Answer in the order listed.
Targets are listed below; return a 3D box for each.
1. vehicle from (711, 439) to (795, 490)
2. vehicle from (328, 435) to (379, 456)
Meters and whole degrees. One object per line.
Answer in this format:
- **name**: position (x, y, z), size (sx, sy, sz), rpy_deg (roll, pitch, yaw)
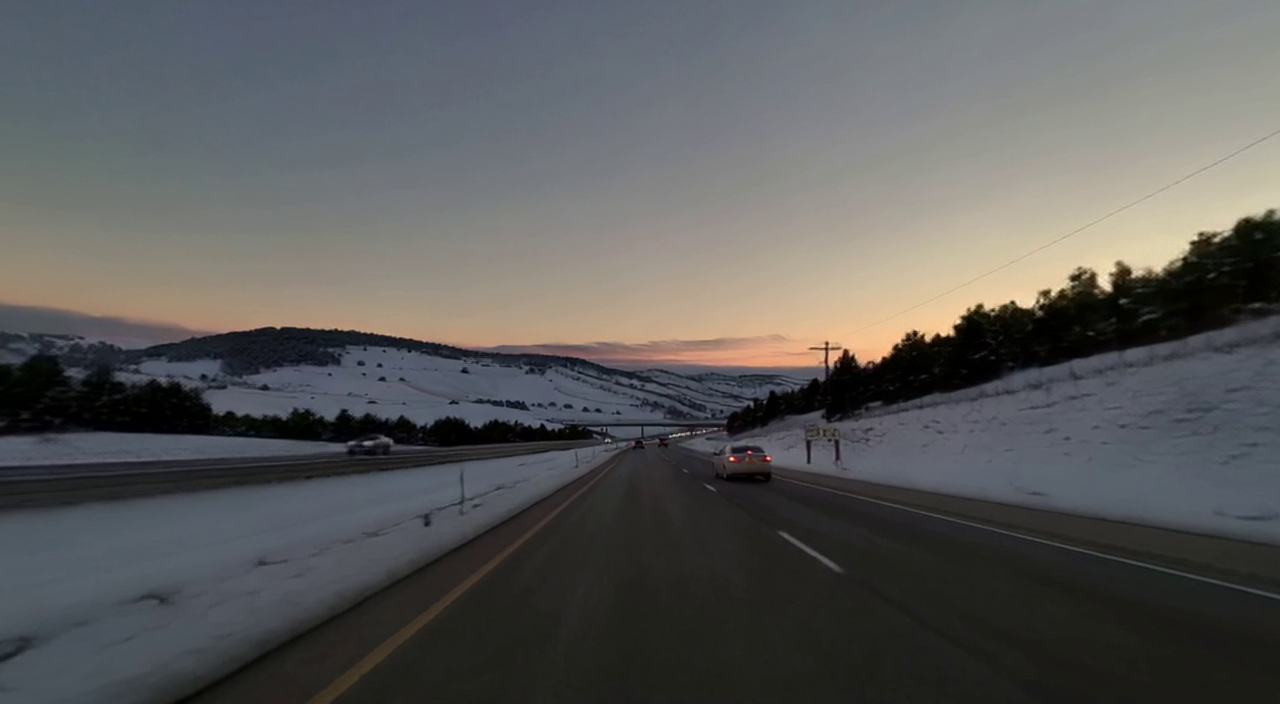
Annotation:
- **vehicle**: position (3.705, 3.747, 21.500), size (1.960, 1.516, 4.657), rpy_deg (0, -8, -1)
- **vehicle**: position (-21.769, 7.128, 48.108), size (1.801, 1.462, 4.488), rpy_deg (0, -8, 0)
